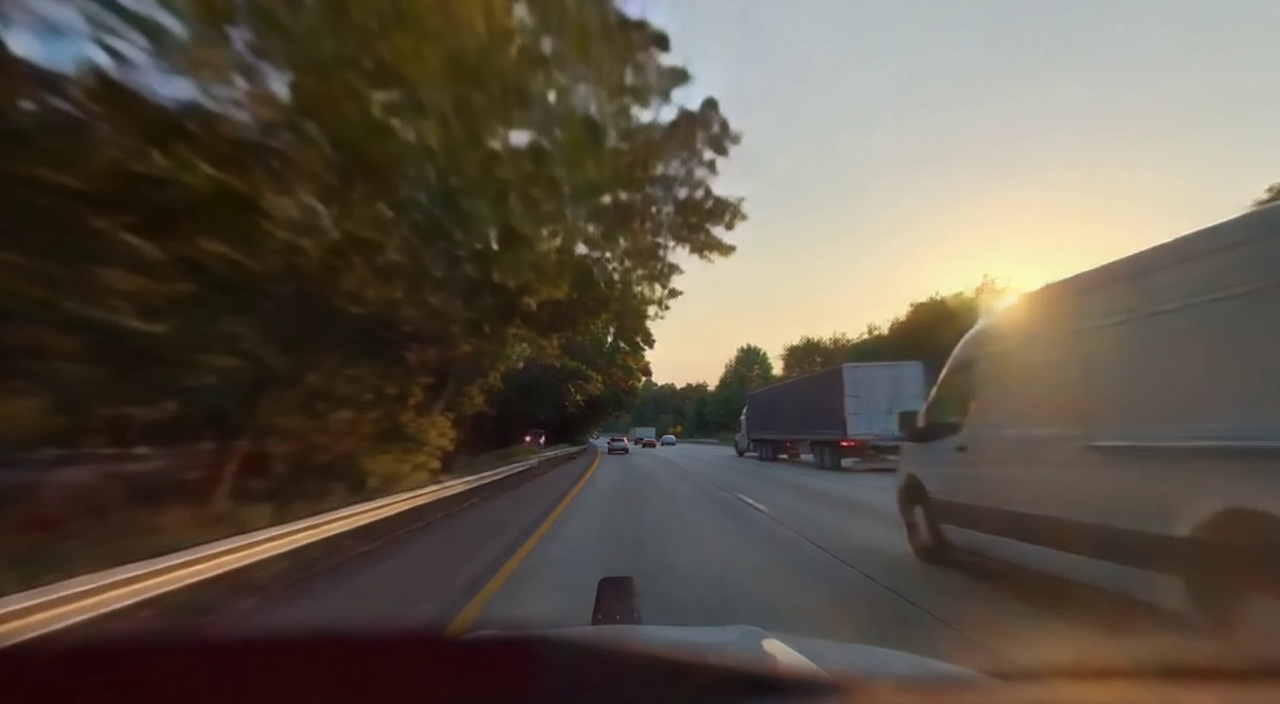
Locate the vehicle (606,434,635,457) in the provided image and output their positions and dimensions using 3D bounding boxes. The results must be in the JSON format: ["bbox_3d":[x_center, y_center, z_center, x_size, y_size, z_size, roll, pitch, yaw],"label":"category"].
[{"bbox_3d":[-1.501,7.019,47.476,2.088,1.671,4.068,0,-8,-2],"label":"vehicle"}]

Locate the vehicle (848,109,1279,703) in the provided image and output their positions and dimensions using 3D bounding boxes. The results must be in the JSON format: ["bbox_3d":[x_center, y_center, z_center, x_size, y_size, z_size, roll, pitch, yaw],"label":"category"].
[{"bbox_3d":[3.442,0.593,3.632,2.436,2.521,5.409,0,-8,-2],"label":"vehicle"}]

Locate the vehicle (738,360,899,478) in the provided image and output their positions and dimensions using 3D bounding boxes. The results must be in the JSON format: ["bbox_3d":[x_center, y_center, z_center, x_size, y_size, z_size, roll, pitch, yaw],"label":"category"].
[{"bbox_3d":[7.301,3.277,29.093,2.888,4.093,14.227,0,-8,-2],"label":"vehicle"}]
